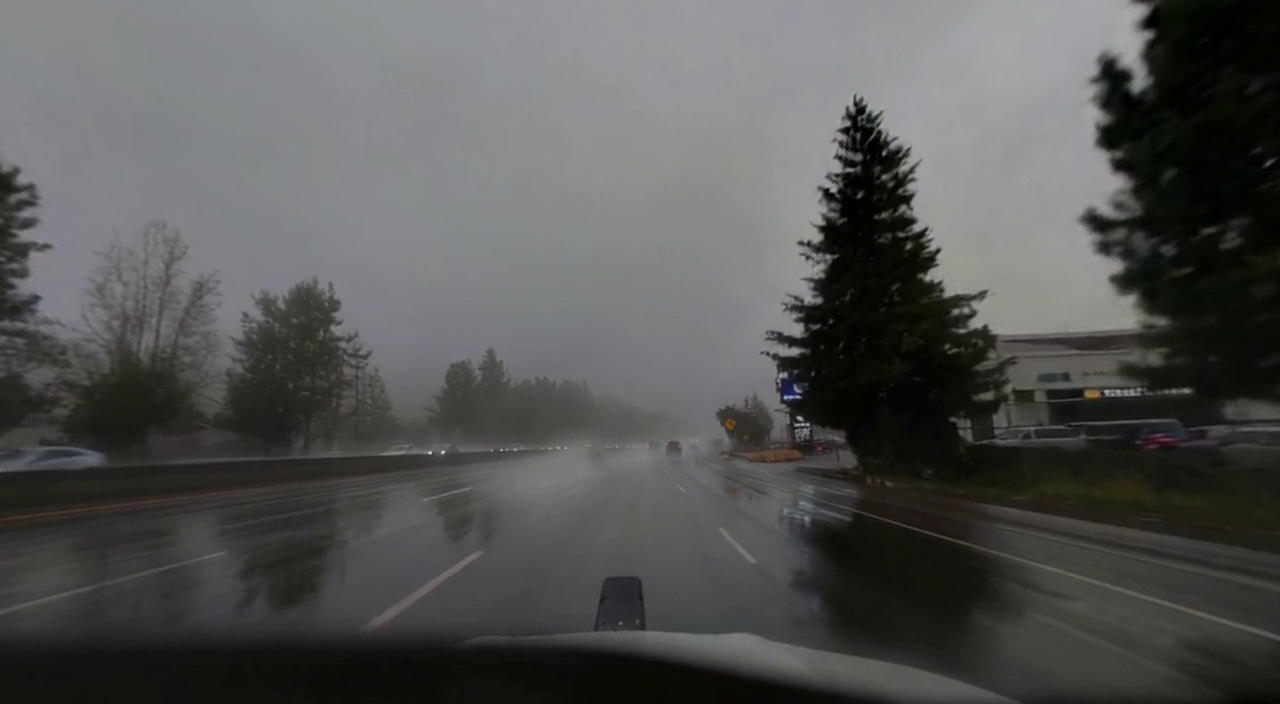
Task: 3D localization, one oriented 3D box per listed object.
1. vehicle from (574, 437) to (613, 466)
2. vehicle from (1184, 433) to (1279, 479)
[{"bbox_3d":[-3.049,6.693,42.590,2.139,1.782,4.079,0,-9,3],"label":"vehicle"},{"bbox_3d":[21.439,3.496,21.193,4.503,1.448,1.819,-8,-13,34],"label":"vehicle"}]
